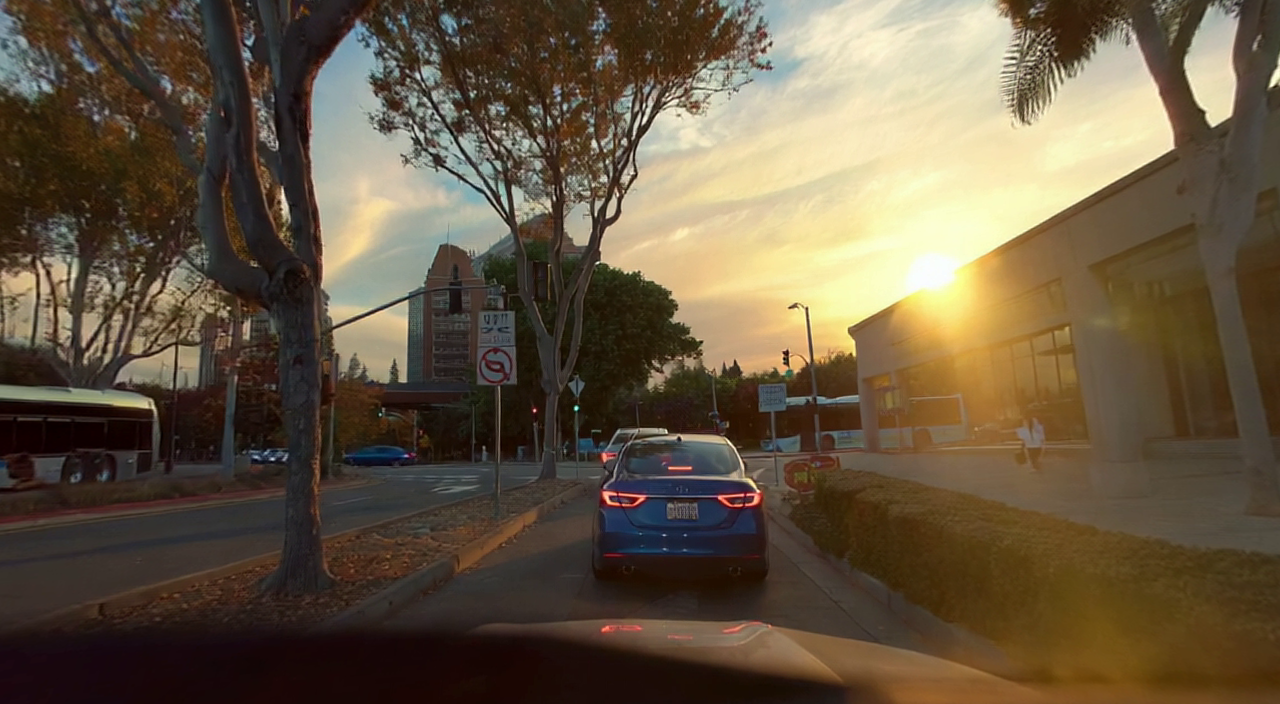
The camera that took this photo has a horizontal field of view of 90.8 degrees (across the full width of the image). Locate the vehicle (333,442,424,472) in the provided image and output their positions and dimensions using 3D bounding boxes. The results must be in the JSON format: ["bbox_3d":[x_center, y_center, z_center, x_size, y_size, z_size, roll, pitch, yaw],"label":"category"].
[{"bbox_3d":[-15.401,6.153,37.373,1.892,1.645,4.561,-8,-12,44],"label":"vehicle"}]

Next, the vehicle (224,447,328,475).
[{"bbox_3d":[-20.913,6.249,36.513,1.883,1.461,4.830,-5,-10,28],"label":"vehicle"}]

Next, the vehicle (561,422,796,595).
[{"bbox_3d":[0.366,1.630,7.393,2.006,1.470,3.799,0,-8,1],"label":"vehicle"}]

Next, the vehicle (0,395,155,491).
[{"bbox_3d":[-25.945,3.644,25.342,2.692,3.685,10.153,-3,-9,20],"label":"vehicle"}]

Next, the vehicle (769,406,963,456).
[{"bbox_3d":[17.325,6.169,49.242,13.811,3.706,2.997,0,-9,2],"label":"vehicle"}]
